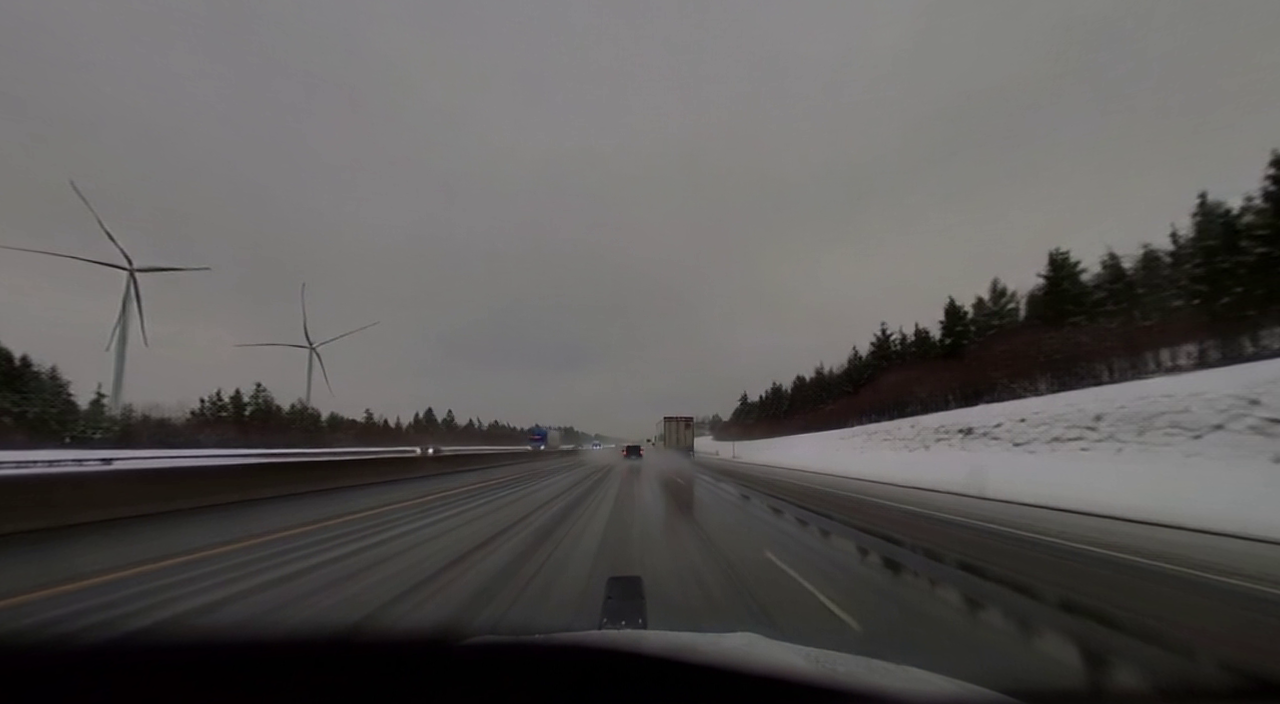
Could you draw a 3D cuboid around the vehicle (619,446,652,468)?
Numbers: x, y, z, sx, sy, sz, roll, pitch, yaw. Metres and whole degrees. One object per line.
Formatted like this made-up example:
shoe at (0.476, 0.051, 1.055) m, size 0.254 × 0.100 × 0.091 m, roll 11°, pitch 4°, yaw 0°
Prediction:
vehicle at (-0.336, 7.305, 43.859) m, size 2.209 × 1.453 × 3.695 m, roll 0°, pitch -9°, yaw 0°
